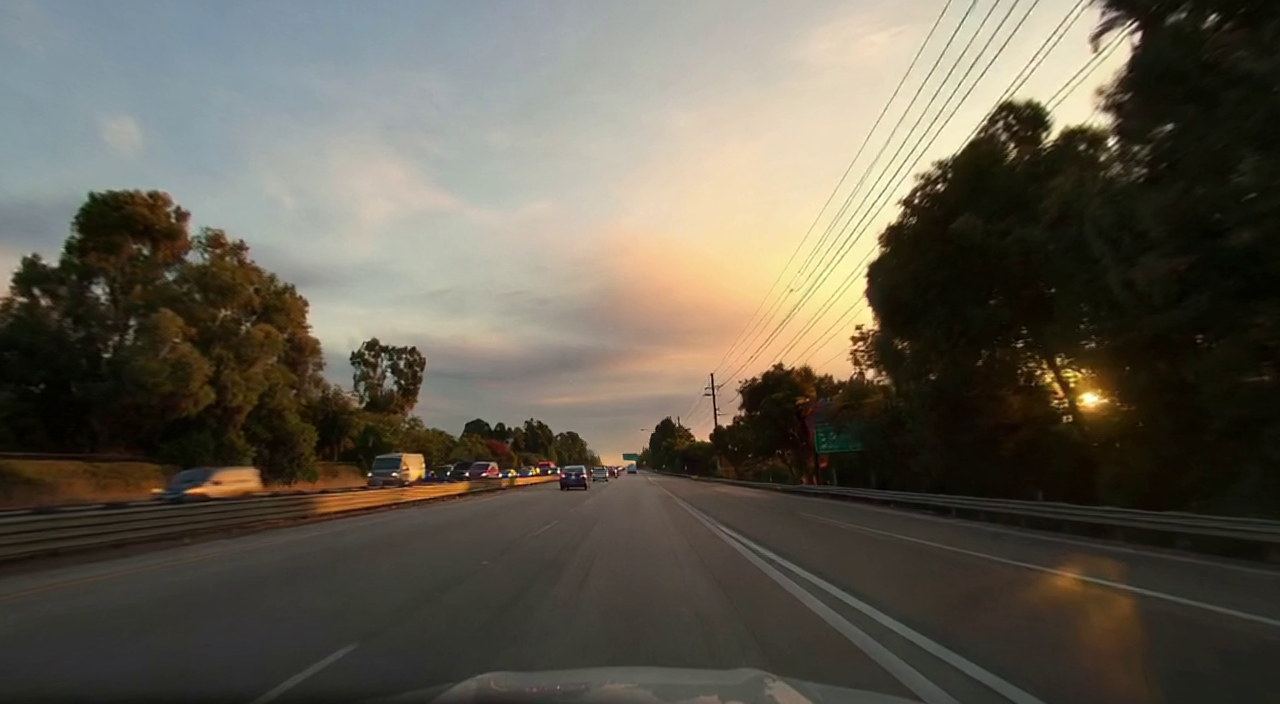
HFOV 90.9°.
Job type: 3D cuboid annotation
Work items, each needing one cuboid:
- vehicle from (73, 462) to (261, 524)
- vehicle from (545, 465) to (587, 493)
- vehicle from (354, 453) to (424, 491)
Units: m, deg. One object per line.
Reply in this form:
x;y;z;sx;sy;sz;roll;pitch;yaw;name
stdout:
-13.015;3.895;17.786;1.853;1.481;4.394;1;-10;0;vehicle
-4.308;7.475;37.186;1.963;1.501;4.227;1;-10;0;vehicle
-17.753;8.545;45.006;2.308;2.461;6.231;1;-10;0;vehicle
